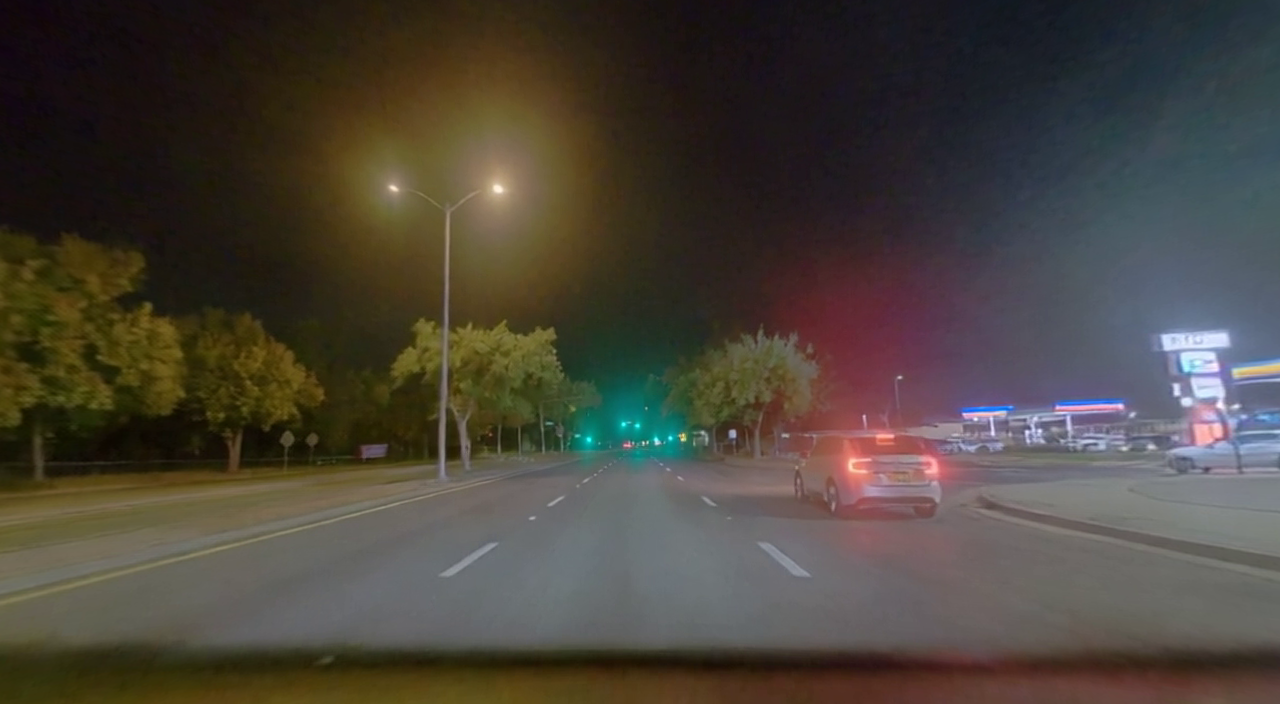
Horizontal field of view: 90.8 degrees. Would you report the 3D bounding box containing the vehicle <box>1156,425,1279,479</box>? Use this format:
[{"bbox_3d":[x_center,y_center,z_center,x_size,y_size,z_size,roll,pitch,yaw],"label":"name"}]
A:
[{"bbox_3d":[23.301,3.676,23.360,6.404,1.894,2.275,0,-8,0],"label":"vehicle"}]

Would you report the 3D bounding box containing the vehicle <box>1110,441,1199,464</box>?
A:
[{"bbox_3d":[33.964,6.653,41.768,4.182,1.473,1.840,0,-8,1],"label":"vehicle"}]

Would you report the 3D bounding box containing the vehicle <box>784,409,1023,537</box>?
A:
[{"bbox_3d":[4.487,2.162,11.931,2.245,1.864,5.076,0,-8,-1],"label":"vehicle"}]

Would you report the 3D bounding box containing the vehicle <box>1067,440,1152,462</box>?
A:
[{"bbox_3d":[32.988,6.946,44.434,4.355,1.479,1.940,0,-8,2],"label":"vehicle"}]
